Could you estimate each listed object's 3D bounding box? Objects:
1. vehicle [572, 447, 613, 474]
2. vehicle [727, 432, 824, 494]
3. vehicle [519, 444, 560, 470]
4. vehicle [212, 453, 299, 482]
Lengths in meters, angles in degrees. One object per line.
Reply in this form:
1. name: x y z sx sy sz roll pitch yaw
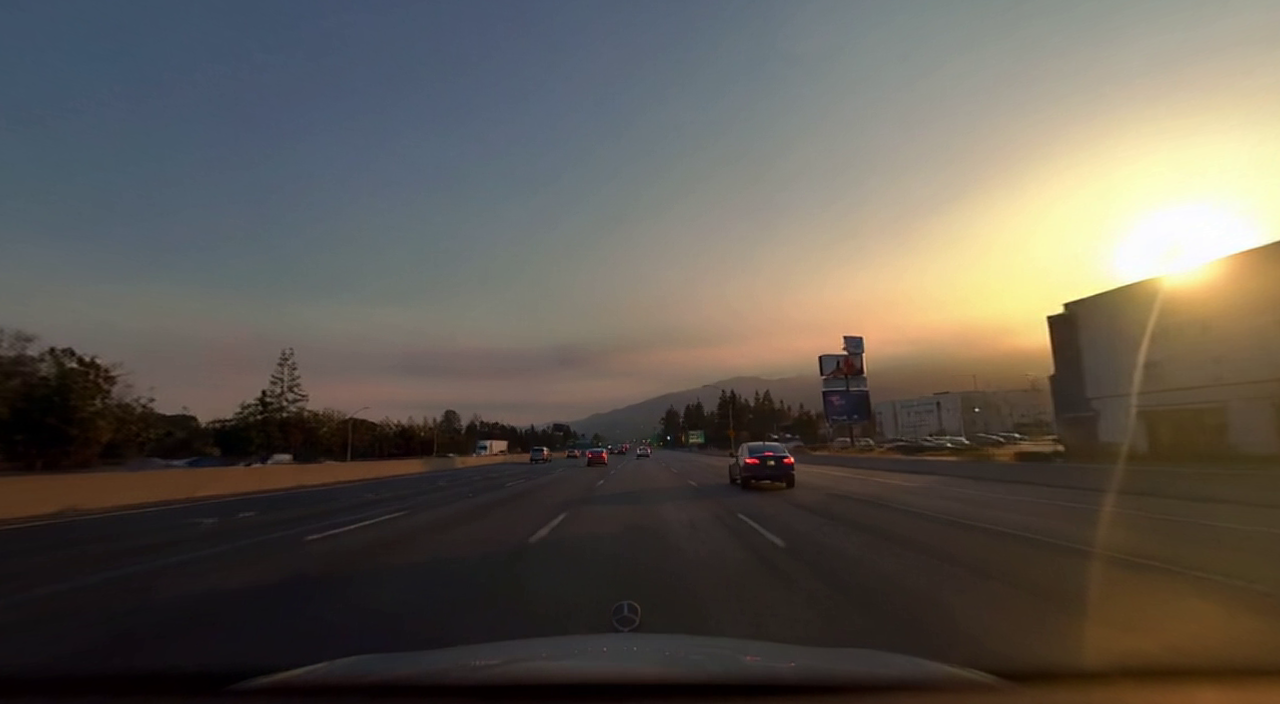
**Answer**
1. vehicle: -2.812 6.557 38.417 2.139 1.510 4.506 0 -9 0
2. vehicle: 4.309 3.613 20.836 2.109 1.764 4.704 0 -9 0
3. vehicle: -7.337 7.695 46.327 2.112 1.813 4.716 0 -9 1
4. vehicle: -27.537 8.265 45.456 2.349 1.847 6.197 0 -9 0
